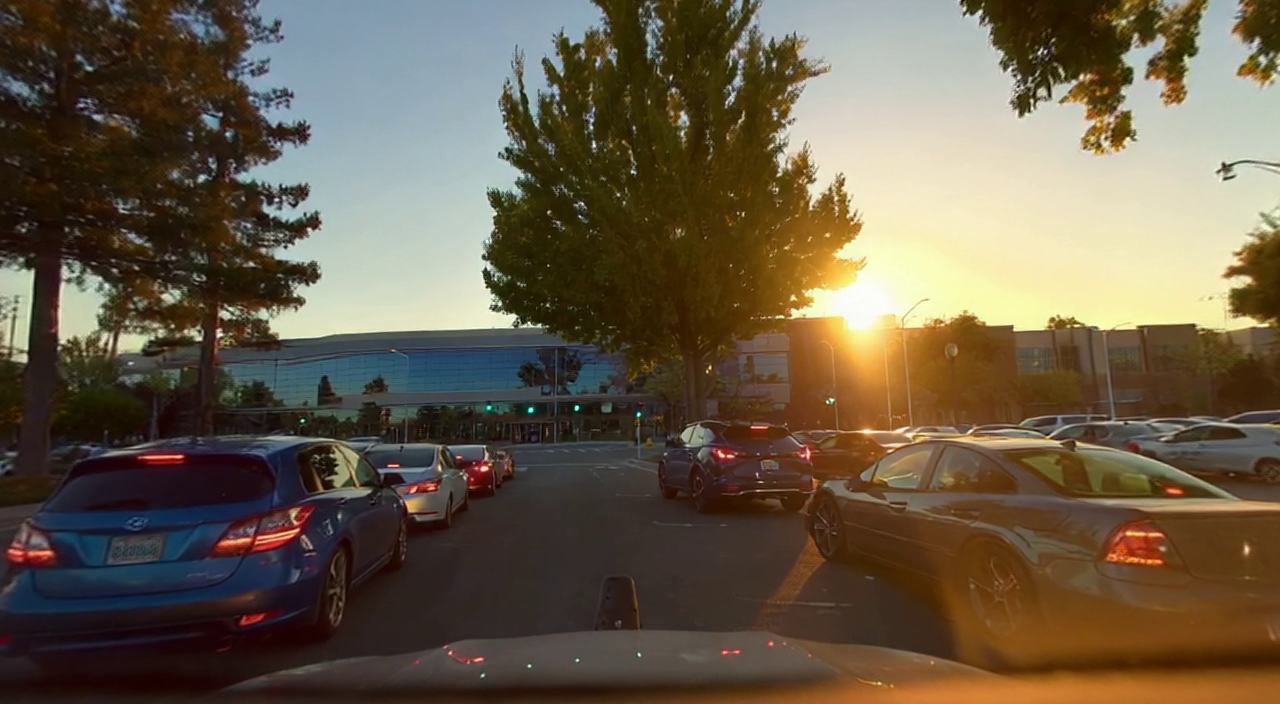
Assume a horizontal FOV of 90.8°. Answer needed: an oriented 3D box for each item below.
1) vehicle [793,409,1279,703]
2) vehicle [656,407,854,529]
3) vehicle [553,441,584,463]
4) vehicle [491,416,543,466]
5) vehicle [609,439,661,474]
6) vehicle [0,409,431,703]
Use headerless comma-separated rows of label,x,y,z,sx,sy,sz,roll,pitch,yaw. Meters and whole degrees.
vehicle,3.160,1.399,5.634,1.904,1.494,4.864,1,-8,-6
vehicle,1.905,2.244,12.870,2.324,1.907,5.634,1,-8,-7
vehicle,-5.276,7.343,46.531,2.095,1.473,4.301,1,-8,-7
vehicle,-8.583,6.363,45.040,2.820,3.263,7.986,1,-8,-6
vehicle,-0.319,4.779,29.189,1.910,1.493,4.490,1,-8,-7
vehicle,-2.903,1.341,5.131,1.968,1.497,4.286,2,-9,-14
